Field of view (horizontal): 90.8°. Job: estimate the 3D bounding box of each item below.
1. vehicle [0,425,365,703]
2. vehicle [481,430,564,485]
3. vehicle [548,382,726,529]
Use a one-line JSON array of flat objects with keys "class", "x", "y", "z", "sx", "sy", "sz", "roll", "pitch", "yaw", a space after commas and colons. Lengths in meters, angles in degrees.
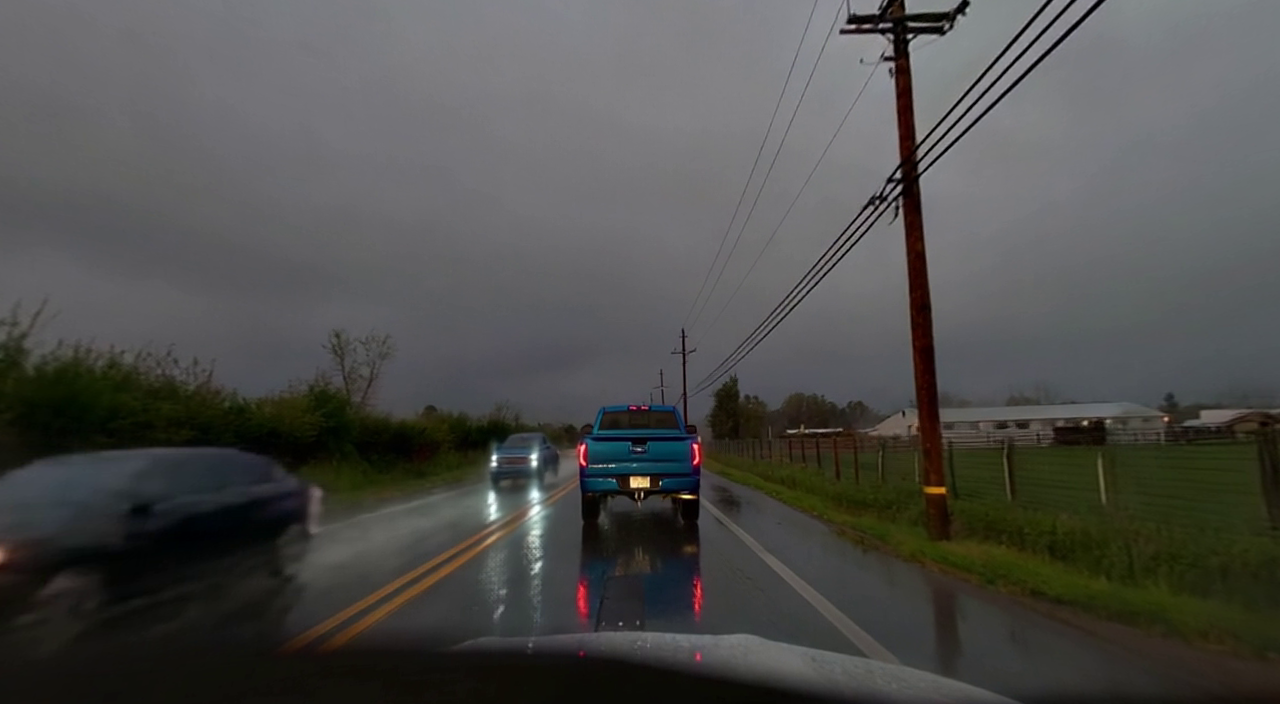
[{"class": "vehicle", "x": -4.071, "y": 1.361, "z": 4.844, "sx": 1.974, "sy": 1.455, "sz": 4.289, "roll": 0, "pitch": -8, "yaw": 0}, {"class": "vehicle", "x": -4.220, "y": 3.876, "z": 23.511, "sx": 2.193, "sy": 1.805, "sz": 4.657, "roll": 0, "pitch": -8, "yaw": 0}, {"class": "vehicle", "x": -0.091, "y": 2.012, "z": 12.651, "sx": 2.693, "sy": 2.223, "sz": 5.885, "roll": 0, "pitch": -8, "yaw": -1}]
